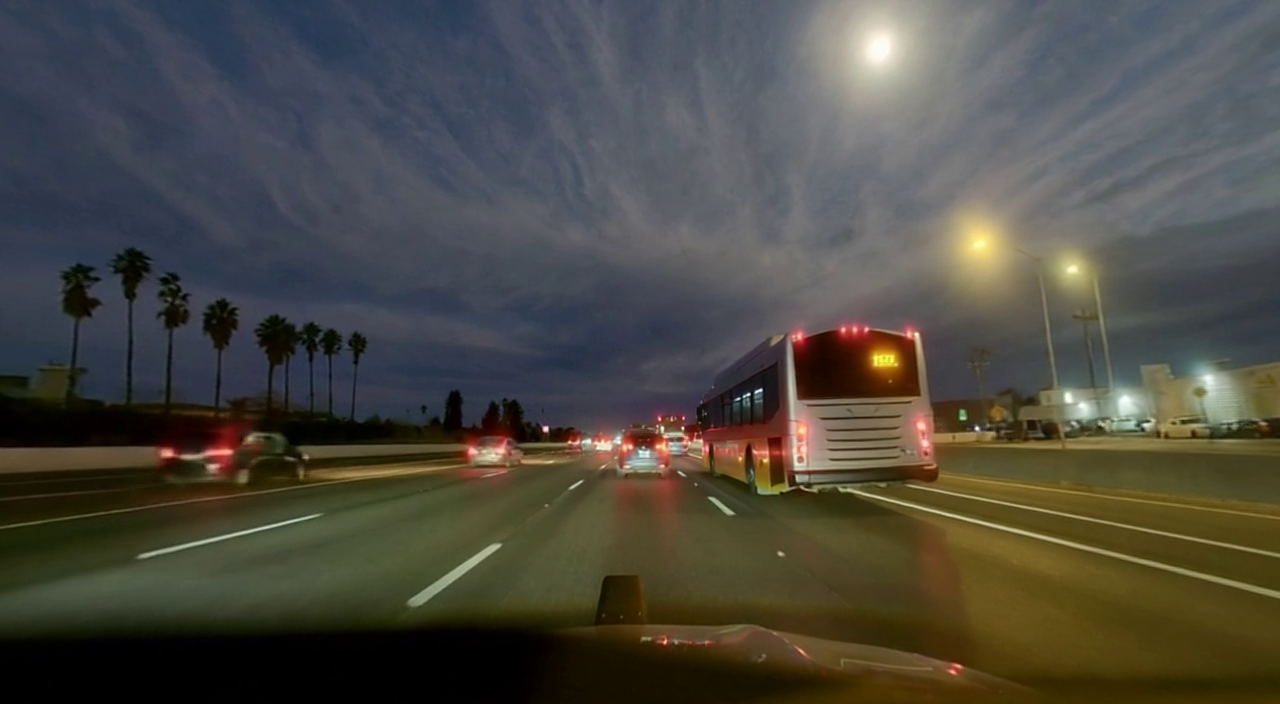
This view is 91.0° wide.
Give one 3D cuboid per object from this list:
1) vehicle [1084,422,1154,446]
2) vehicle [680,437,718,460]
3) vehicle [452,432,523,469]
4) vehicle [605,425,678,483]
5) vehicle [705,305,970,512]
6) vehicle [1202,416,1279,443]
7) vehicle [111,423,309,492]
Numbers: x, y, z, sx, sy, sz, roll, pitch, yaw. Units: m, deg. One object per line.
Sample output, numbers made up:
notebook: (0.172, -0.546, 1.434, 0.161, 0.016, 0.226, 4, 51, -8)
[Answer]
vehicle: (32.268, 5.587, 42.515, 1.795, 1.481, 3.986, -1, -9, 5)
vehicle: (4.019, 6.671, 43.529, 2.039, 1.516, 4.521, 0, -9, -2)
vehicle: (-7.563, 4.964, 31.788, 2.291, 1.729, 4.879, 0, -9, 1)
vehicle: (0.065, 3.509, 21.815, 2.268, 1.796, 4.280, 0, -9, 0)
vehicle: (4.120, 2.017, 18.087, 3.020, 3.622, 14.302, 0, -9, 0)
vehicle: (41.697, 5.312, 43.225, 4.482, 1.671, 1.852, -8, -9, 42)
vehicle: (-12.271, 3.062, 18.537, 2.332, 1.748, 4.897, 0, -9, 0)
